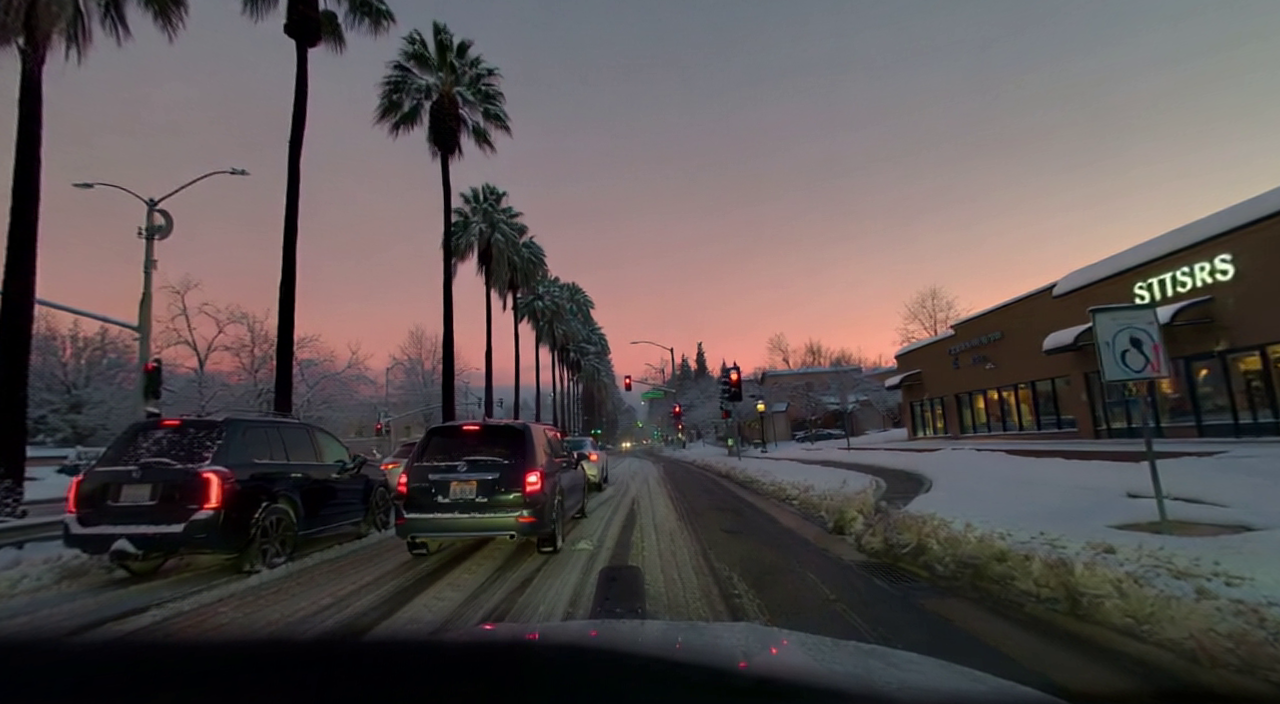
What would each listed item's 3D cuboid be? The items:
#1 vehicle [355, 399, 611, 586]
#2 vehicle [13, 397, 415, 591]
[{"bbox_3d":[-1.582,1.657,8.215,2.153,1.759,4.320,0,-9,1],"label":"vehicle"},{"bbox_3d":[-5.024,1.744,8.619,2.025,1.862,4.804,0,-9,1],"label":"vehicle"}]
